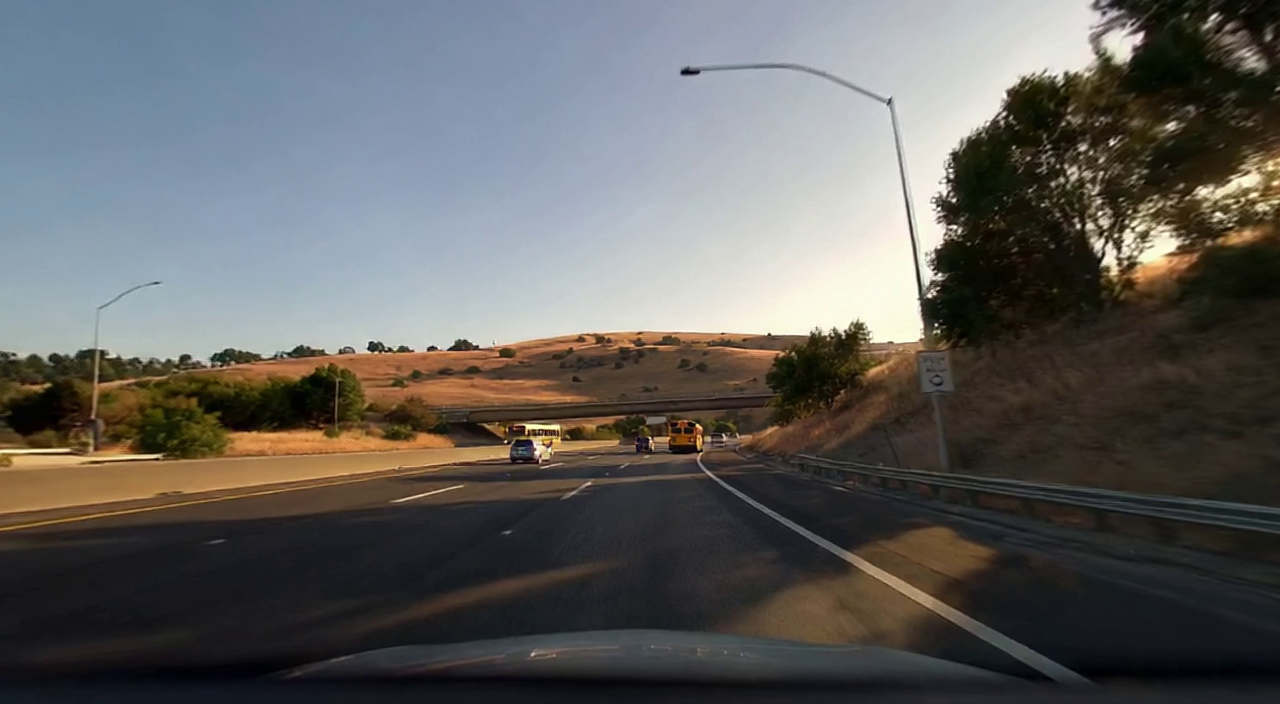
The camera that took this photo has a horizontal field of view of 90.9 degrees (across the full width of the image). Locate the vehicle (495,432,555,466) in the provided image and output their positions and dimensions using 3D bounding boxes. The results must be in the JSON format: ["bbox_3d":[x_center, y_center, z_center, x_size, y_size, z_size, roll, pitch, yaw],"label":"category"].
[{"bbox_3d":[-6.192,5.293,34.548,2.106,1.704,4.637,-1,-8,5],"label":"vehicle"}]
